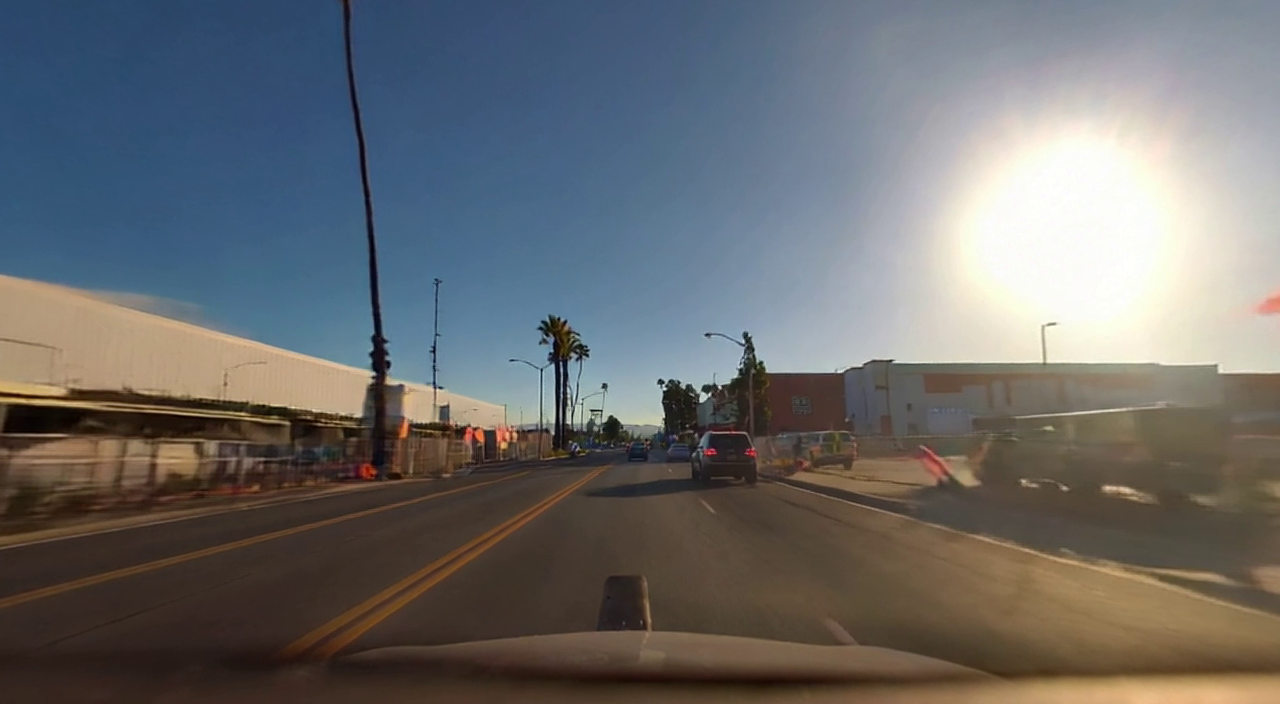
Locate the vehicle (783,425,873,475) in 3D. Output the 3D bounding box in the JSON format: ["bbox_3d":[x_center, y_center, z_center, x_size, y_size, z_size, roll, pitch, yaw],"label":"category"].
[{"bbox_3d":[10.805,5.726,37.048,2.799,2.593,7.710,-1,-8,-1],"label":"vehicle"}]

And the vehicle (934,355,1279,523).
[{"bbox_3d":[11.921,2.444,17.528,3.086,3.442,9.030,0,-8,1],"label":"vehicle"}]

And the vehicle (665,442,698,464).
[{"bbox_3d":[3.029,7.541,46.978,2.148,1.562,4.642,0,-8,0],"label":"vehicle"}]

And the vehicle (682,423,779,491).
[{"bbox_3d":[2.849,3.520,21.335,2.386,1.970,5.665,0,-8,-1],"label":"vehicle"}]

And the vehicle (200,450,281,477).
[{"bbox_3d":[-24.877,6.937,39.338,1.911,1.489,4.779,0,-8,0],"label":"vehicle"}]
